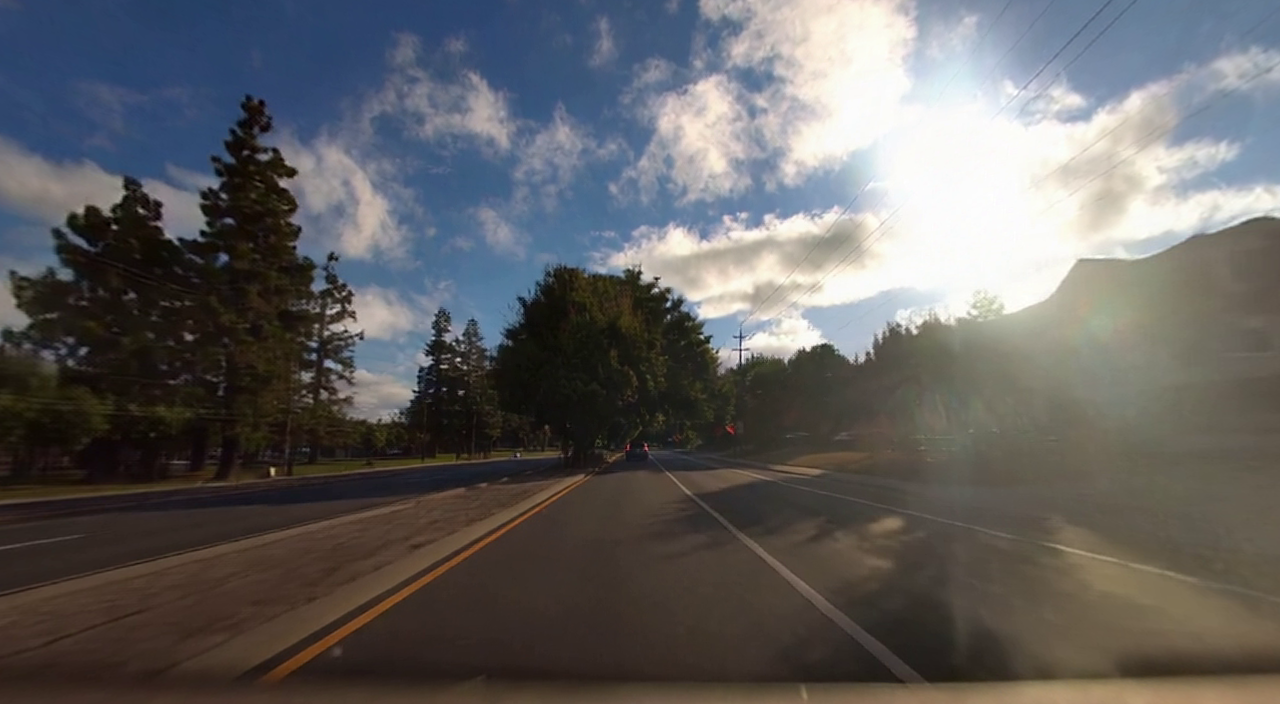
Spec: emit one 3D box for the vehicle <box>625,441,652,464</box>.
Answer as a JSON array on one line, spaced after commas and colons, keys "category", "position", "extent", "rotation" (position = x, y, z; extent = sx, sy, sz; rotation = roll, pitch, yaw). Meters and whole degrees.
[{"category": "vehicle", "position": [-0.122, 7.735, 48.702], "extent": [2.016, 1.665, 3.932], "rotation": [0, -9, -1]}]
